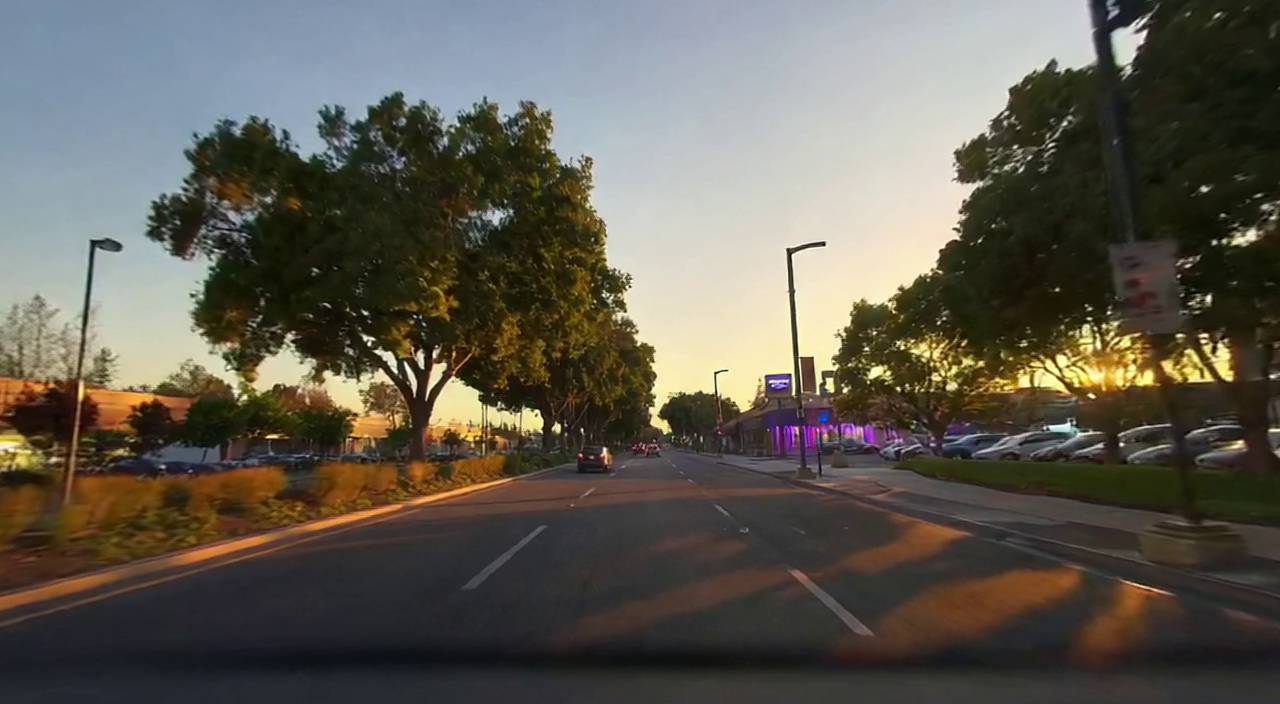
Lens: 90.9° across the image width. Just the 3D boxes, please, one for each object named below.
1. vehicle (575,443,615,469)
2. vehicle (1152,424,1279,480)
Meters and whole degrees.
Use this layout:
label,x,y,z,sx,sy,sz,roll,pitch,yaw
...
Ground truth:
label,x,y,z,sx,sy,sz,roll,pitch,yaw
vehicle,-2.700,6.422,39.118,2.082,1.460,4.442,0,-8,1
vehicle,17.311,2.770,17.583,4.271,1.436,2.001,0,-8,0
